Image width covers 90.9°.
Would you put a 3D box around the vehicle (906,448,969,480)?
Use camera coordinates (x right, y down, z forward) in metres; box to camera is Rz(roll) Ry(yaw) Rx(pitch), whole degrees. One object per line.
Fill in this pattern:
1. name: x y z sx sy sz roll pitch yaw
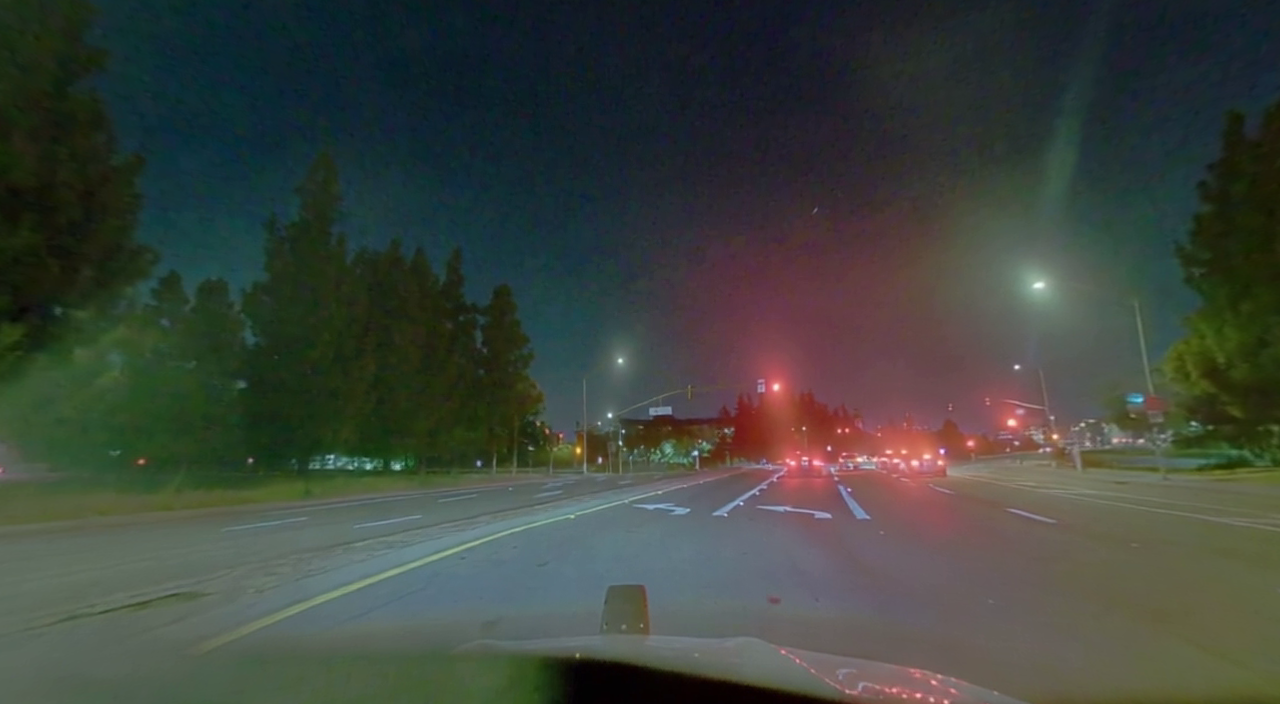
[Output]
1. vehicle: 14.441 5.440 30.824 1.884 1.422 4.262 -3 -9 13

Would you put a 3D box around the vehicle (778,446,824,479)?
1. vehicle: 8.268 5.641 32.340 2.078 1.578 4.107 -3 -9 15

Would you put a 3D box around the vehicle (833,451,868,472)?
1. vehicle: 15.626 8.148 47.069 2.063 1.476 4.361 -3 -9 14

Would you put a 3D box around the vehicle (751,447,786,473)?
1. vehicle: 9.785 8.125 47.613 2.245 1.800 4.522 -3 -9 15

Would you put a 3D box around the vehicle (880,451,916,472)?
1. vehicle: 19.416 8.242 47.578 1.901 1.484 4.093 -3 -9 14
